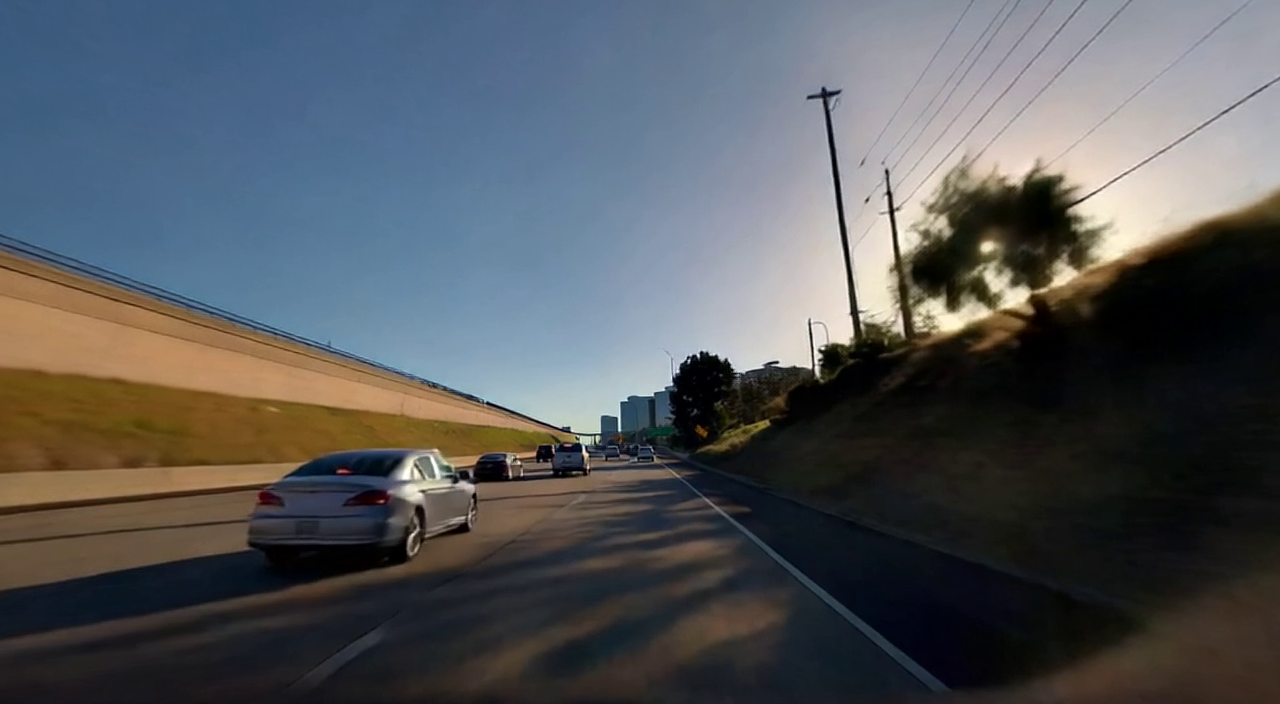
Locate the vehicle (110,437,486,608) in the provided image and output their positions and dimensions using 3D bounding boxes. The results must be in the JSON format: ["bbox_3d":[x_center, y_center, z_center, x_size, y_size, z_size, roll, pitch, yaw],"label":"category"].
[{"bbox_3d":[-3.493,1.788,7.655,2.056,1.449,4.330,0,-8,1],"label":"vehicle"}]

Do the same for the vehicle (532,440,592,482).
[{"bbox_3d":[-3.454,4.920,28.764,2.052,1.731,4.372,0,-8,2],"label":"vehicle"}]
